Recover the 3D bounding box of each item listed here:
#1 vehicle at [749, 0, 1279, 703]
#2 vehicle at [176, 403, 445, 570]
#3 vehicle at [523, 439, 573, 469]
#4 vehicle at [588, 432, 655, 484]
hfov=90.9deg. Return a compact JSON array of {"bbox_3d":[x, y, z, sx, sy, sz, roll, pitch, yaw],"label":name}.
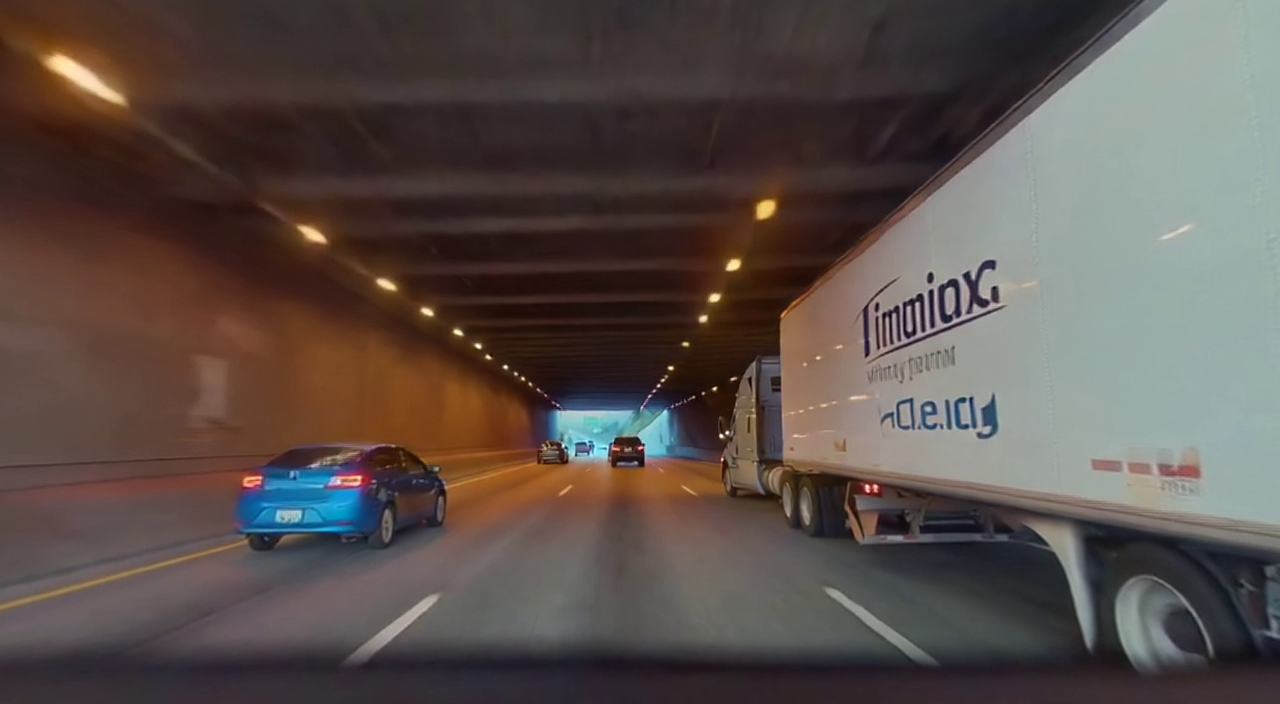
[{"bbox_3d":[3.840,0.147,5.968,2.842,4.108,14.081,0,-8,-1],"label":"vehicle"},{"bbox_3d":[-3.829,1.583,7.955,1.826,1.695,2.870,0,-8,-1],"label":"vehicle"},{"bbox_3d":[-4.652,5.240,32.583,2.019,1.435,4.317,0,-8,-1],"label":"vehicle"},{"bbox_3d":[-0.607,3.620,21.762,2.094,1.600,3.666,0,-8,-1],"label":"vehicle"}]
